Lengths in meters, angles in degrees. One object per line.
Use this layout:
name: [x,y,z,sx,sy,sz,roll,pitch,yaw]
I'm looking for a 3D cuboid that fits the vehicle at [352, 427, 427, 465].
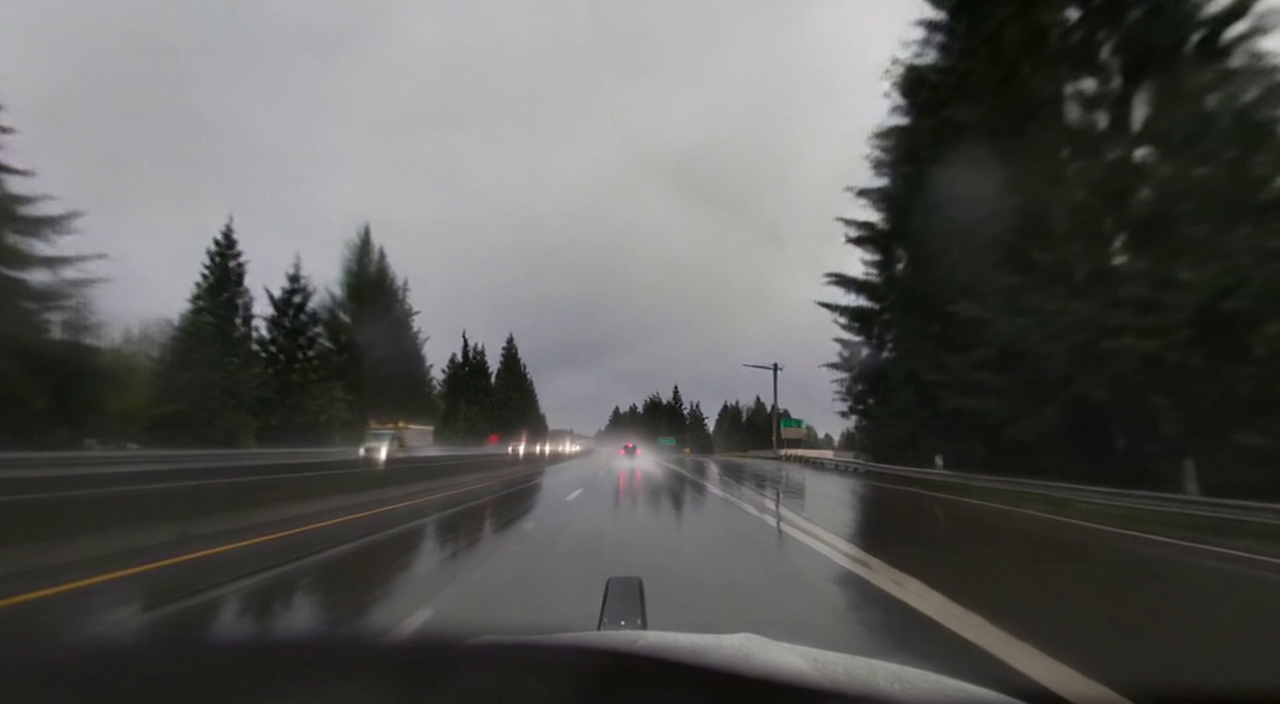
vehicle: [-17.190,6.538,43.755,2.404,2.444,7.112,0,-9,-1]
